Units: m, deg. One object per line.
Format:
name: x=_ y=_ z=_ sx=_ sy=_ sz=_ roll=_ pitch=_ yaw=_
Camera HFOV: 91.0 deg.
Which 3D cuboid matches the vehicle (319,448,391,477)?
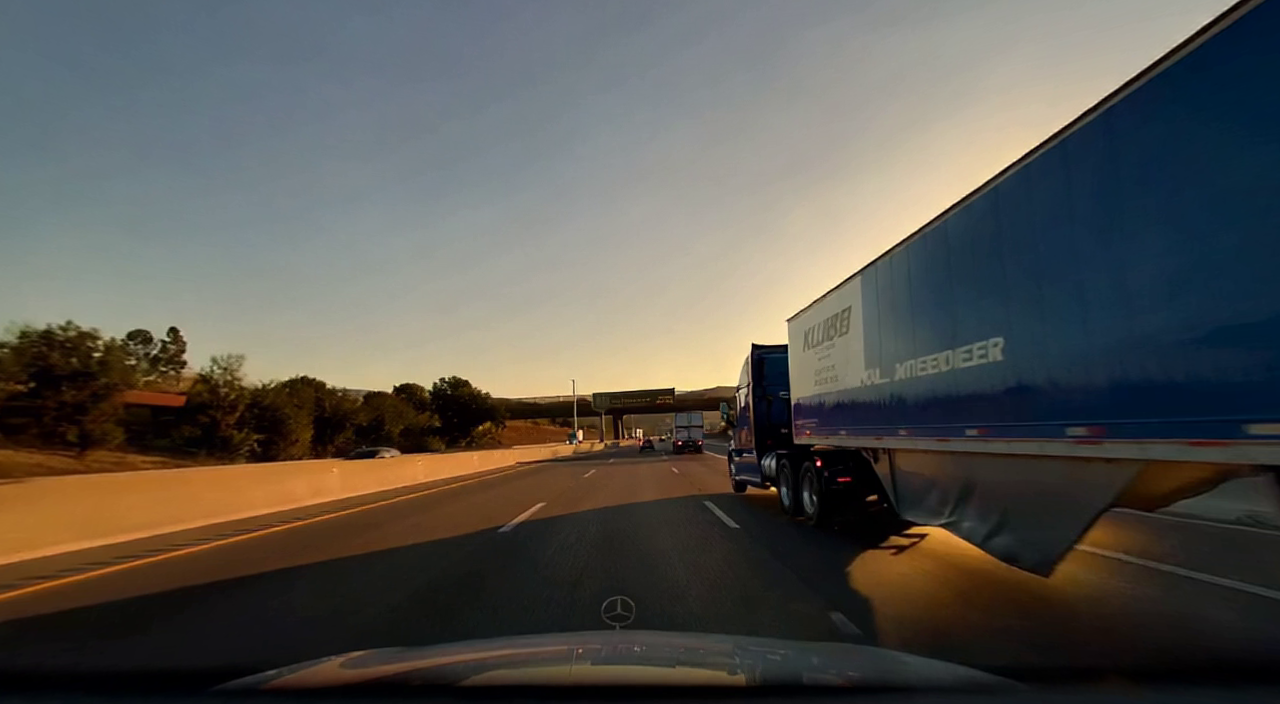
vehicle: x=-15.869 y=6.147 z=35.325 sx=2.019 sy=1.431 sz=4.362 roll=-1 pitch=-8 yaw=0
